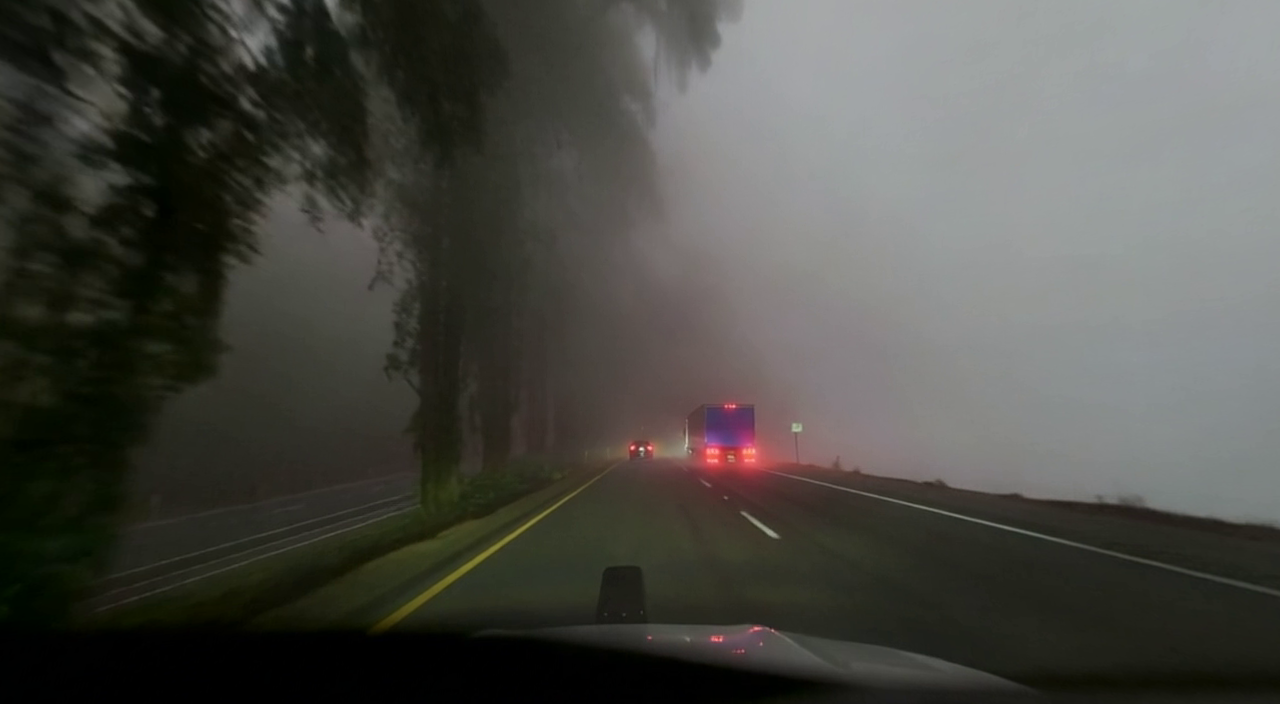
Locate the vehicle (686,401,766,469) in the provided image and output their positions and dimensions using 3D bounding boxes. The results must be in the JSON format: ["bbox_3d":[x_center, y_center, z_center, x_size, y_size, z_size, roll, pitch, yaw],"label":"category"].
[{"bbox_3d":[4.361,4.534,33.755,3.015,3.211,7.982,0,-9,-1],"label":"vehicle"}]

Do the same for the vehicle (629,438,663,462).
[{"bbox_3d":[0.412,6.673,42.917,2.170,1.544,4.373,0,-9,0],"label":"vehicle"}]
